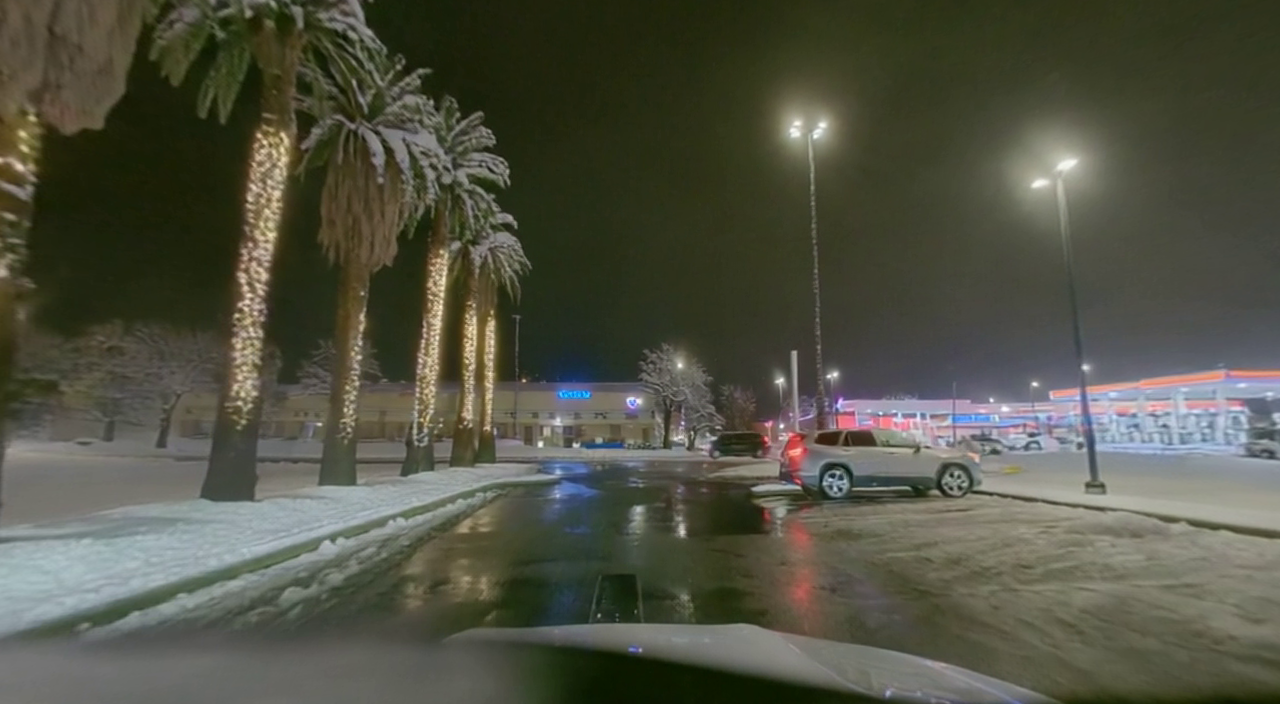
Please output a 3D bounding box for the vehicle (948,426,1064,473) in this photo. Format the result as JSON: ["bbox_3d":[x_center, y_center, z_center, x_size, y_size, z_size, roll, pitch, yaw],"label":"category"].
[{"bbox_3d":[16.024,4.298,28.015,2.028,1.850,4.731,0,-8,-4],"label":"vehicle"}]

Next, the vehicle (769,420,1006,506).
[{"bbox_3d":[5.573,2.539,14.737,4.560,1.818,2.148,0,-8,-3],"label":"vehicle"}]
